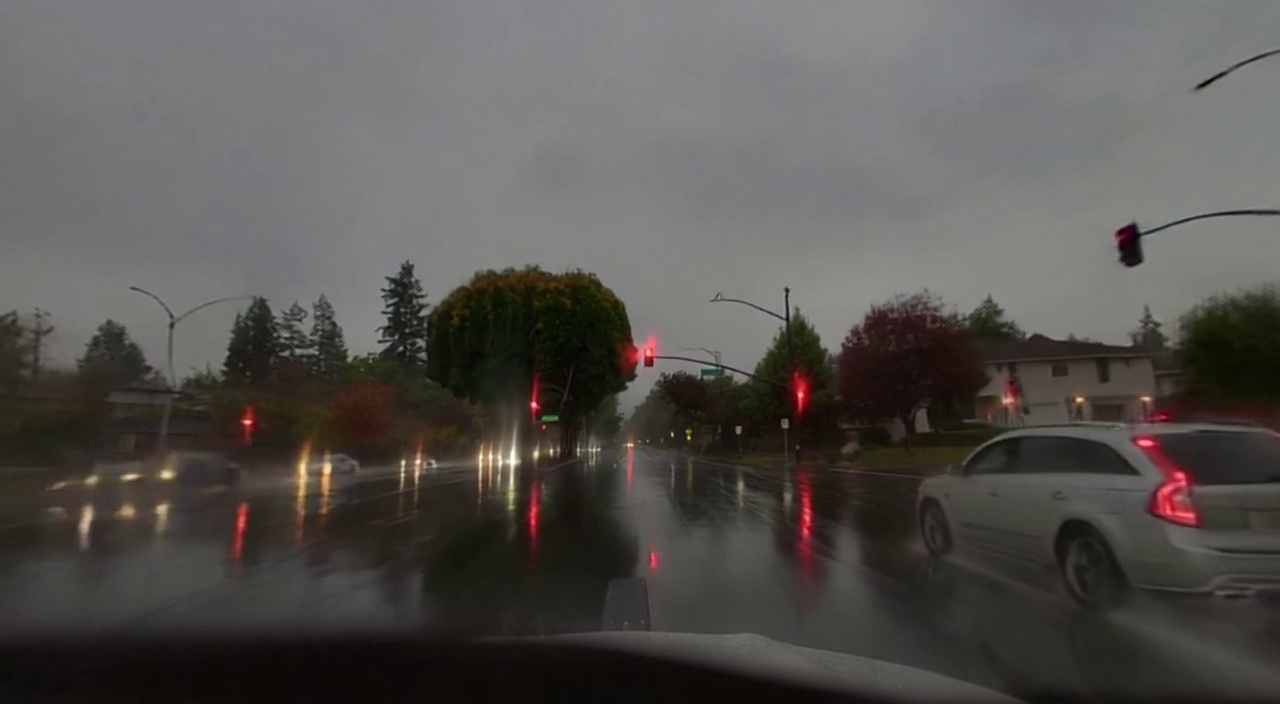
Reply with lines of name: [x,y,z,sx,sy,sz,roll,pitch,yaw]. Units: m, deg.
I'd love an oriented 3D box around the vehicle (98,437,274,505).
vehicle: [-14.049,3.678,19.971,2.064,1.860,4.683,0,-9,0]

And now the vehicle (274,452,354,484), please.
vehicle: [-17.137,6.065,33.388,1.827,1.515,4.396,0,-9,0]

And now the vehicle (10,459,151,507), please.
vehicle: [-20.809,4.864,23.698,1.829,1.531,3.777,-1,-9,-1]

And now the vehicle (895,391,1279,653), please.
vehicle: [4.102,1.304,5.718,2.018,1.591,3.564,0,-9,0]

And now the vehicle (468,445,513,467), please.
vehicle: [-10.290,7.186,43.640,2.029,1.453,4.188,-1,-9,1]
